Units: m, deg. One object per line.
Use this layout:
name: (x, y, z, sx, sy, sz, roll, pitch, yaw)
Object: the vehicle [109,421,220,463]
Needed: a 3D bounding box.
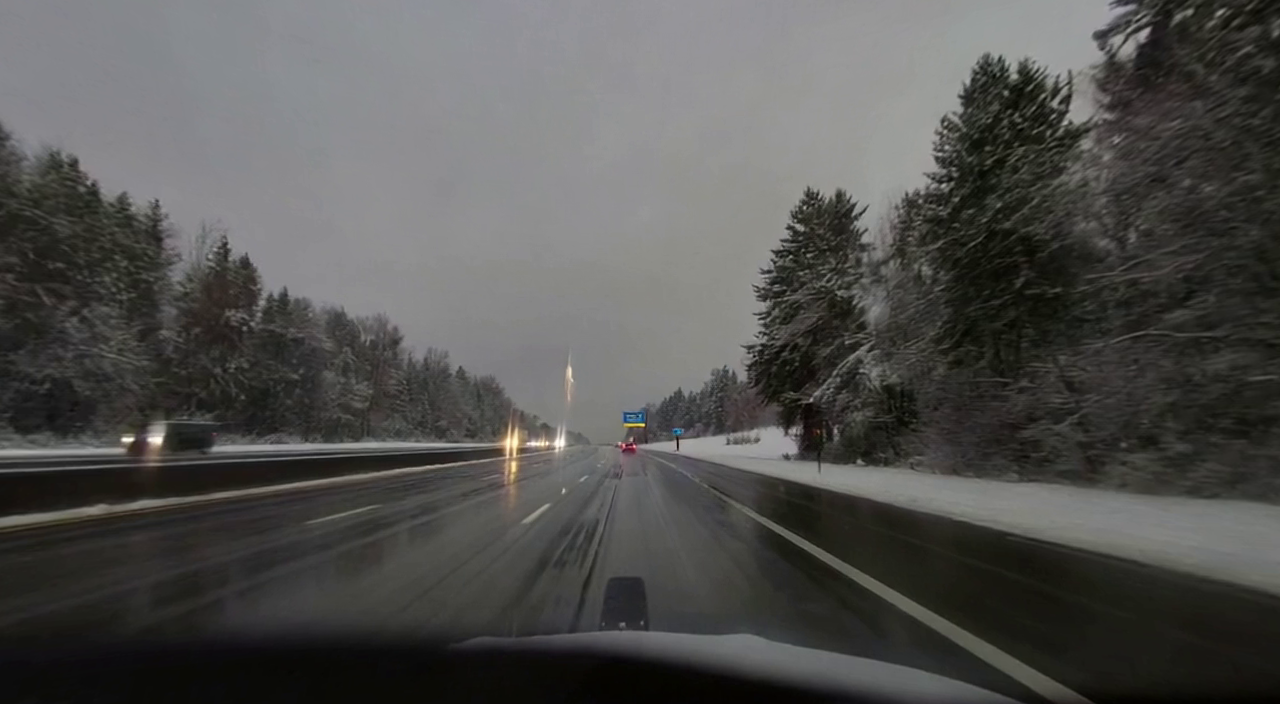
vehicle: (-25.301, 4.836, 33.677, 2.103, 2.038, 4.875, 0, -9, 0)
